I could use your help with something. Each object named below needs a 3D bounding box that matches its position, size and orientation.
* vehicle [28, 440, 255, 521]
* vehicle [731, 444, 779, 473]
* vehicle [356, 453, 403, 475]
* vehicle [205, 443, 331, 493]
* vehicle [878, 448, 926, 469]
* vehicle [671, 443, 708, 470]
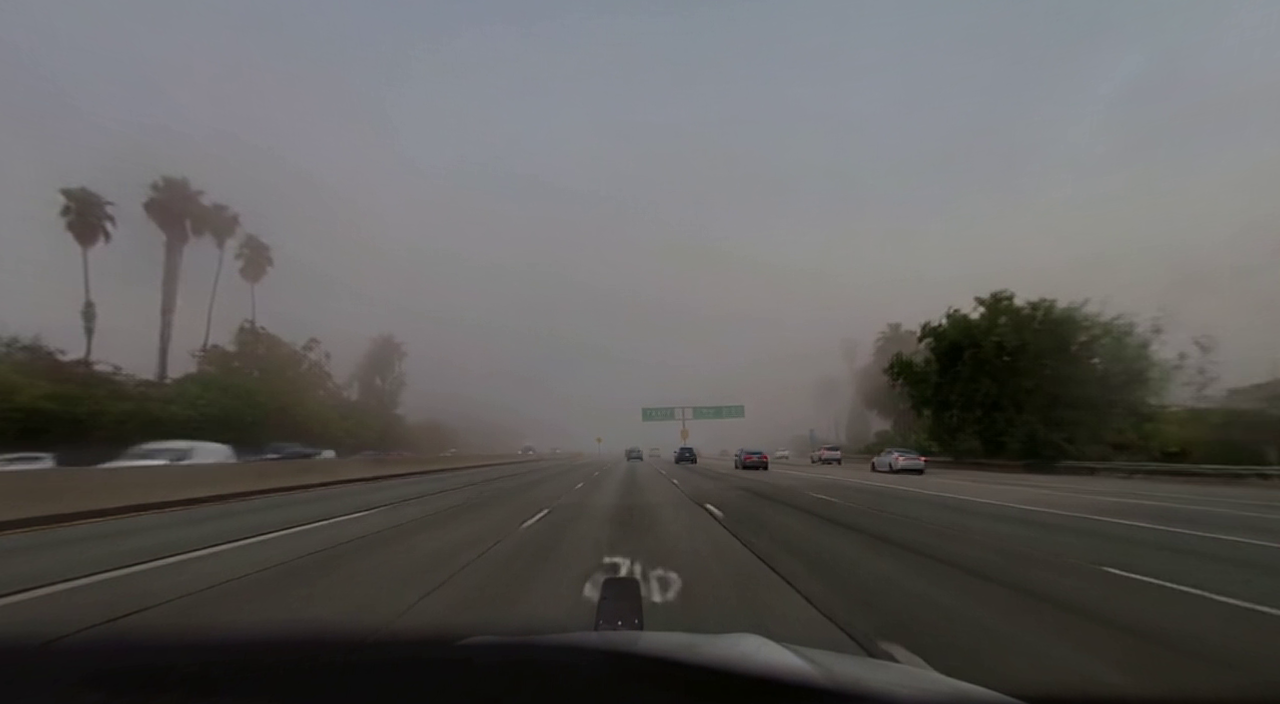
[{"bbox_3d":[-12.558,3.227,16.410,2.032,1.779,4.704,0,-9,0],"label":"vehicle"},{"bbox_3d":[6.742,6.287,37.423,1.902,1.623,4.360,0,-9,-1],"label":"vehicle"},{"bbox_3d":[-20.131,8.649,48.839,1.715,1.478,4.670,0,-8,-1],"label":"vehicle"},{"bbox_3d":[-16.153,5.024,27.801,2.205,1.946,5.490,0,-9,0],"label":"vehicle"},{"bbox_3d":[19.613,7.975,47.316,1.774,1.457,4.653,0,-9,1],"label":"vehicle"},{"bbox_3d":[3.231,6.894,41.836,2.035,1.704,3.867,0,-9,-2],"label":"vehicle"}]
